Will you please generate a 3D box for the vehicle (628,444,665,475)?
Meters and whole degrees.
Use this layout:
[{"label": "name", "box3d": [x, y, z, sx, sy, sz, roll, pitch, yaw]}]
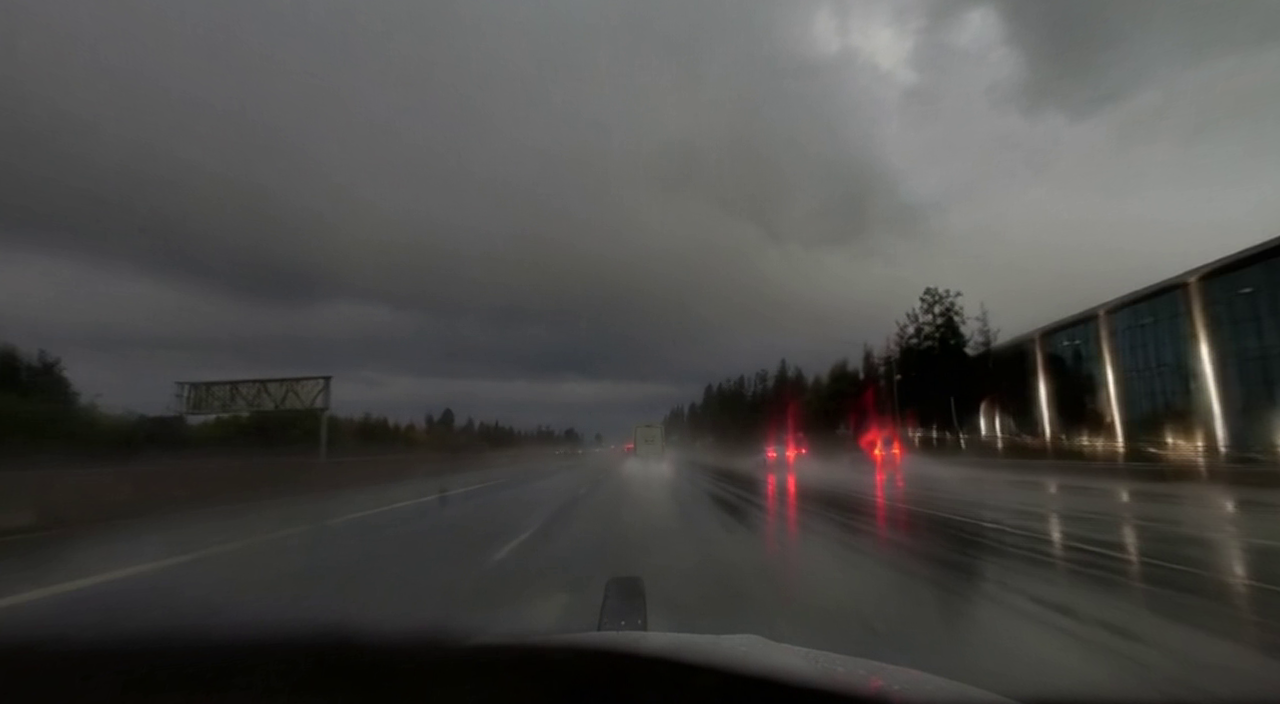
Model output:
[{"label": "vehicle", "box3d": [0.374, 6.136, 36.058, 2.015, 1.639, 4.086, 0, -9, 1]}]
